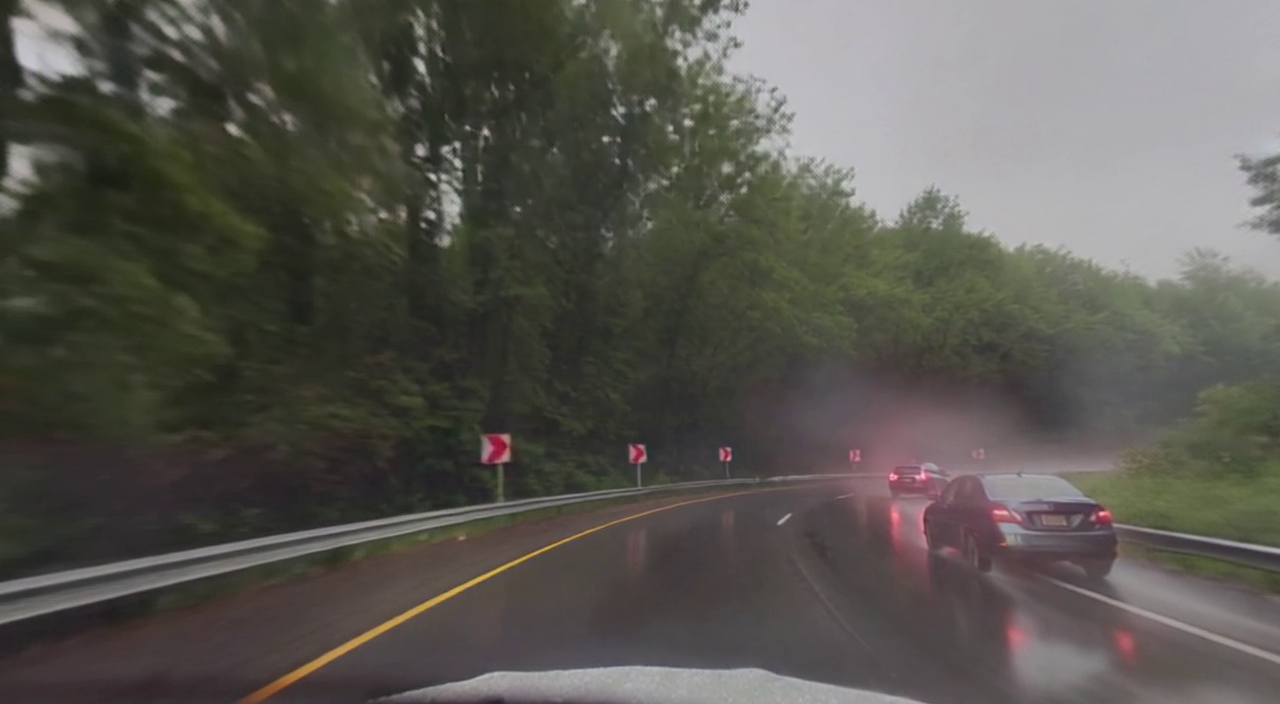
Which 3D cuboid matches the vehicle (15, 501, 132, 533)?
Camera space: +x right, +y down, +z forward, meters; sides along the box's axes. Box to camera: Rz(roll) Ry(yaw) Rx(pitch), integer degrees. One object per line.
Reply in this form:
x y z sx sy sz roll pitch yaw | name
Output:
-31.915 9.328 35.714 4.585 1.485 1.740 7 -12 -33 | vehicle

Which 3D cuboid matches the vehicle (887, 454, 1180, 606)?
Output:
5.124 2.324 9.051 2.023 1.593 4.105 -1 -10 9 | vehicle
